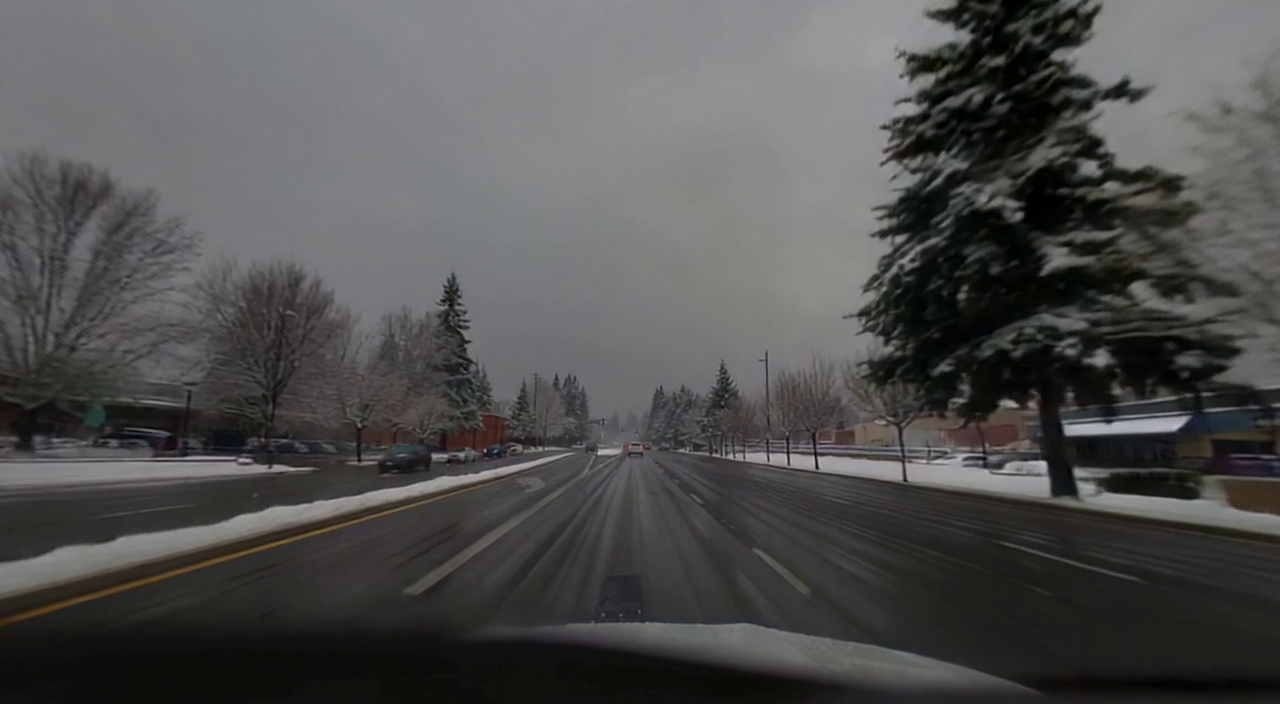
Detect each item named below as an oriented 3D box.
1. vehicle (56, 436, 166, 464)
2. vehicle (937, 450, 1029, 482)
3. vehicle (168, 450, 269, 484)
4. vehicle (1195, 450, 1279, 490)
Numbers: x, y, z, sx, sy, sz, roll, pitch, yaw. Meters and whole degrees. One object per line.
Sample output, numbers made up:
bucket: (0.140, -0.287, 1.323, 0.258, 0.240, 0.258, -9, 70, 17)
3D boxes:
vehicle: (-32.283, 6.046, 38.686, 1.883, 1.596, 4.676, -7, -12, 34)
vehicle: (20.602, 6.788, 37.978, 4.573, 1.747, 2.191, -6, -10, 34)
vehicle: (-19.846, 5.415, 30.018, 1.787, 1.437, 4.414, 0, -8, -1)
vehicle: (32.525, 6.106, 32.908, 4.886, 1.888, 2.122, -3, -11, 2)
